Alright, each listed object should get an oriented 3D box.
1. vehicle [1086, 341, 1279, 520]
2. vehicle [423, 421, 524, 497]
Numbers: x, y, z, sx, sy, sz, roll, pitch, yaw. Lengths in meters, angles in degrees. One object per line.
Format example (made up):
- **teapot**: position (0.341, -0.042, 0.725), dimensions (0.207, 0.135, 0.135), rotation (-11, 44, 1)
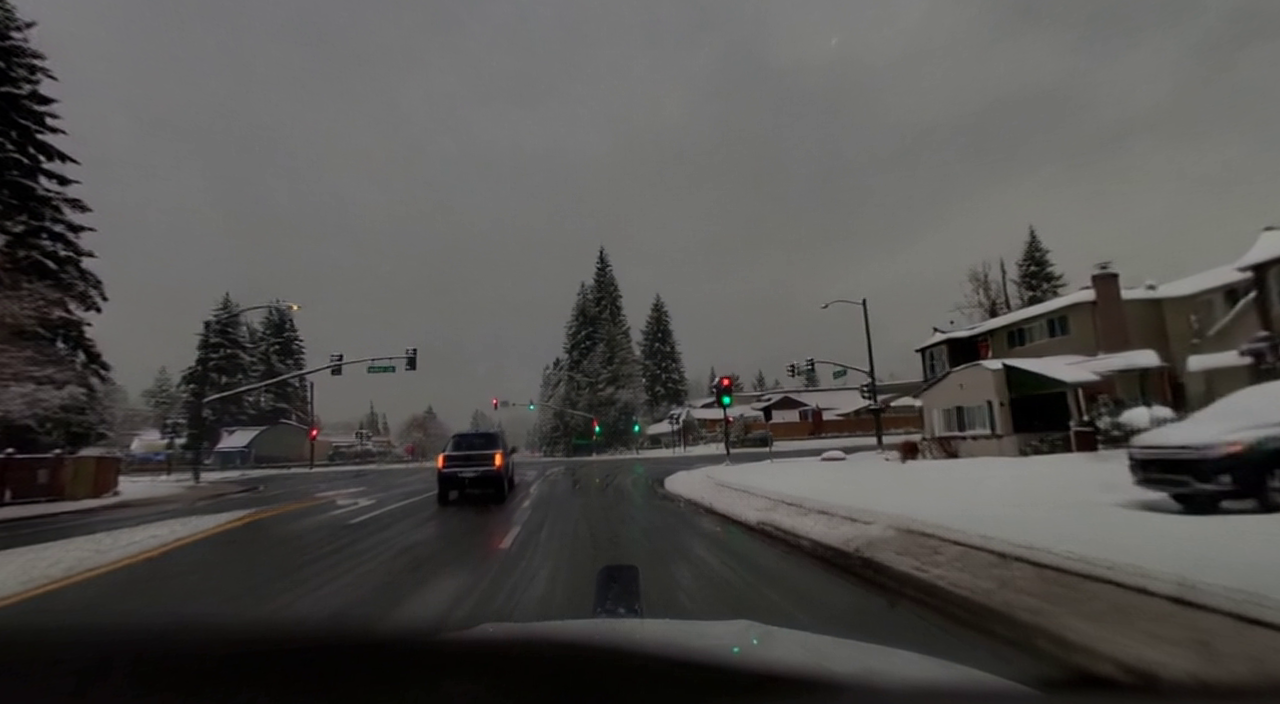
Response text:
- **vehicle**: position (7.929, 0.885, 6.939), dimensions (4.663, 1.618, 1.962), rotation (1, -9, -6)
- **vehicle**: position (-4.510, 3.000, 17.880), dimensions (2.041, 1.834, 4.679), rotation (1, -9, -6)
